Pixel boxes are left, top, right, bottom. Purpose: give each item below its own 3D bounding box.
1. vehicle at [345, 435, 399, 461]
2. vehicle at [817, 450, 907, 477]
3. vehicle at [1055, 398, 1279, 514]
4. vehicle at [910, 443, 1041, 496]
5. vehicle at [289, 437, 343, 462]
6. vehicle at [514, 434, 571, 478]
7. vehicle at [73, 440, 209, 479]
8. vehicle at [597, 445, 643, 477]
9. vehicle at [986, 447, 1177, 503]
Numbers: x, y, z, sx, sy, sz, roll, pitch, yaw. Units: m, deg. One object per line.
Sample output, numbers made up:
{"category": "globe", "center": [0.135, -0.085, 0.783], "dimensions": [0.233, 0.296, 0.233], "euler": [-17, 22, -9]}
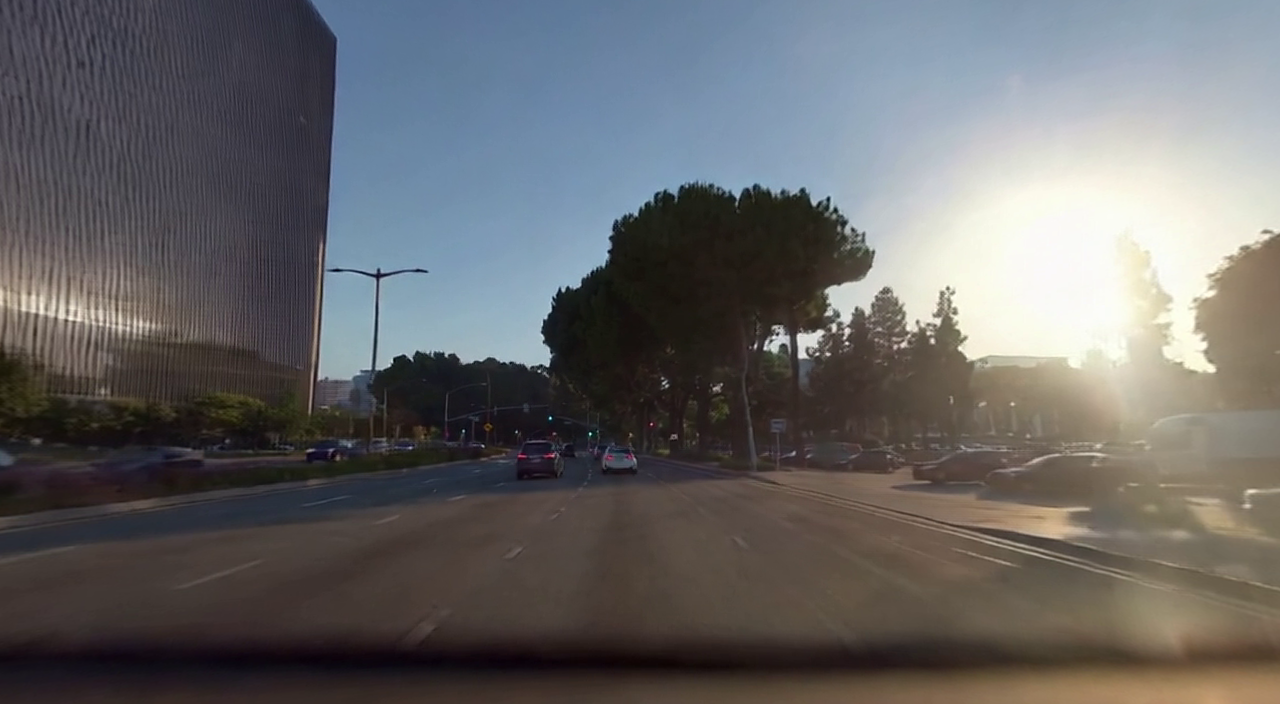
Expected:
{"category": "vehicle", "center": [-19.832, 7.154, 47.016], "dimensions": [2.087, 1.788, 4.999], "euler": [1, -8, -4]}
{"category": "vehicle", "center": [12.715, 6.384, 36.343], "dimensions": [4.470, 1.429, 1.878], "euler": [0, -7, 1]}
{"category": "vehicle", "center": [20.393, 3.239, 20.457], "dimensions": [2.924, 3.405, 15.125], "euler": [-3, -6, -3]}
{"category": "vehicle", "center": [12.964, 4.535, 24.562], "dimensions": [3.965, 1.702, 1.817], "euler": [-3, -7, 0]}
{"category": "vehicle", "center": [-23.443, 7.060, 45.837], "dimensions": [1.849, 1.657, 4.360], "euler": [1, -8, -5]}
{"category": "vehicle", "center": [-4.270, 4.647, 28.430], "dimensions": [2.001, 1.784, 4.483], "euler": [1, -8, -2]}
{"category": "vehicle", "center": [-18.493, 3.984, 23.718], "dimensions": [1.605, 1.292, 4.497], "euler": [1, -8, -3]}
{"category": "vehicle", "center": [-1.007, 5.152, 30.108], "dimensions": [2.050, 1.385, 4.096], "euler": [1, -8, -3]}
{"category": "vehicle", "center": [13.628, 3.819, 19.745], "dimensions": [4.489, 1.652, 1.783], "euler": [-1, -10, 3]}
